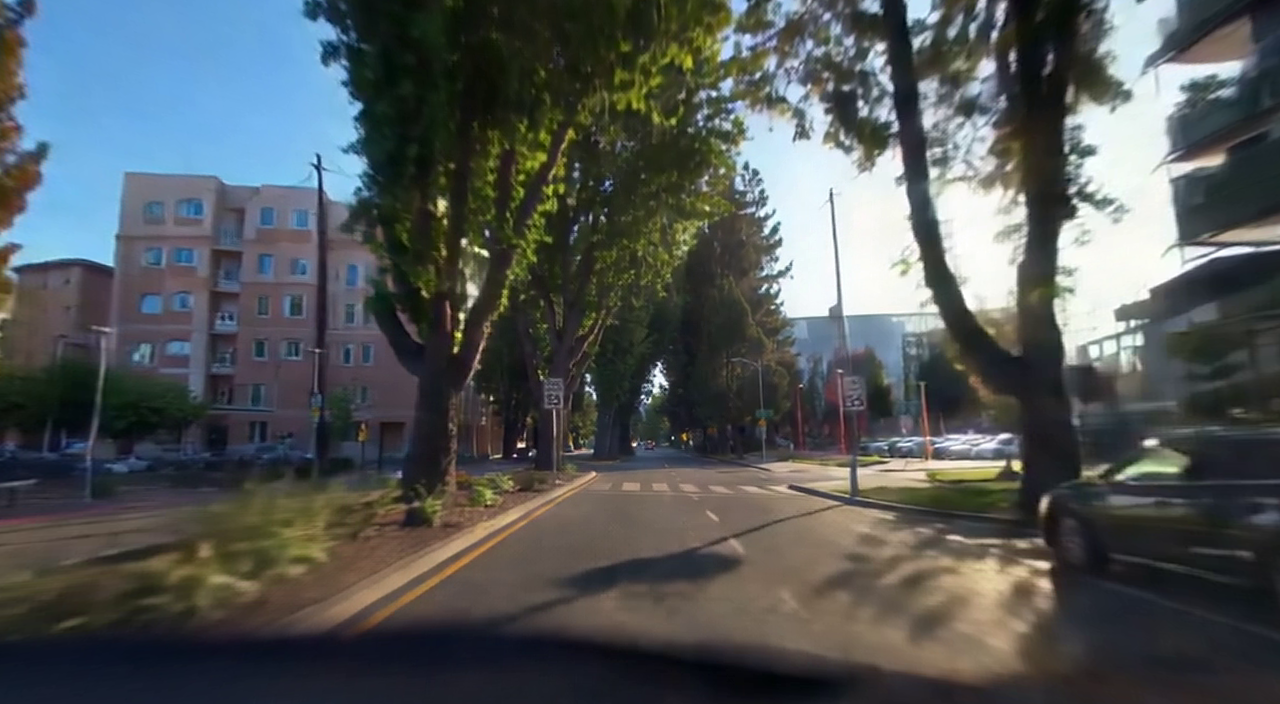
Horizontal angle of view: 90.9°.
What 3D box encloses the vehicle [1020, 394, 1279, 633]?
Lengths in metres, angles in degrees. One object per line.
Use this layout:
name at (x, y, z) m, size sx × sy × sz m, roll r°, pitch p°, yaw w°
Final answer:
vehicle at (5.992, 1.334, 5.467) m, size 2.104 × 1.826 × 5.301 m, roll 0°, pitch -8°, yaw 0°
